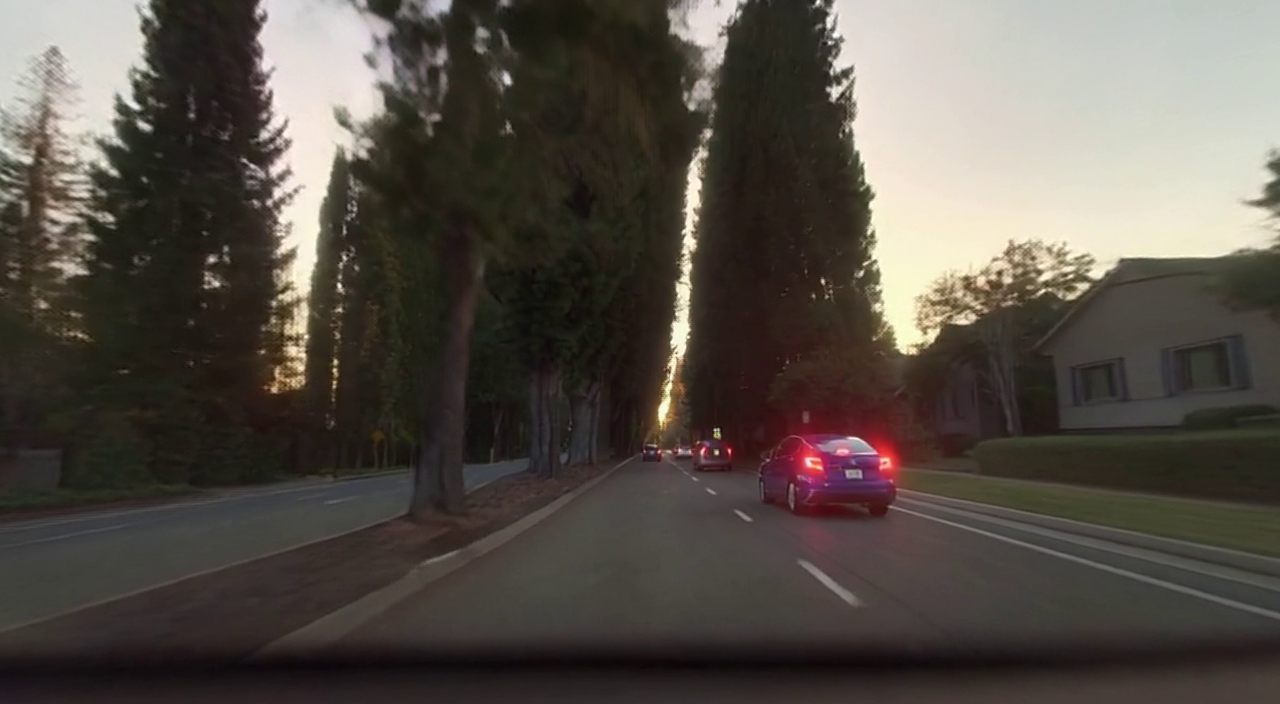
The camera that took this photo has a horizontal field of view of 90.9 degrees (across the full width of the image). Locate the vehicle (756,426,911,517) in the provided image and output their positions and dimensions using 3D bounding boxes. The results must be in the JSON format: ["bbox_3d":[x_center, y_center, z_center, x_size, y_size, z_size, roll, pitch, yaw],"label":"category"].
[{"bbox_3d":[3.944,2.488,13.687,2.052,1.639,4.123,0,-8,0],"label":"vehicle"}]

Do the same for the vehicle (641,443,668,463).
[{"bbox_3d":[1.095,7.865,49.327,2.026,1.466,4.282,0,-8,1],"label":"vehicle"}]

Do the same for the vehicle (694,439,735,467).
[{"bbox_3d":[4.615,6.328,39.722,2.110,1.666,3.912,0,-8,0],"label":"vehicle"}]
